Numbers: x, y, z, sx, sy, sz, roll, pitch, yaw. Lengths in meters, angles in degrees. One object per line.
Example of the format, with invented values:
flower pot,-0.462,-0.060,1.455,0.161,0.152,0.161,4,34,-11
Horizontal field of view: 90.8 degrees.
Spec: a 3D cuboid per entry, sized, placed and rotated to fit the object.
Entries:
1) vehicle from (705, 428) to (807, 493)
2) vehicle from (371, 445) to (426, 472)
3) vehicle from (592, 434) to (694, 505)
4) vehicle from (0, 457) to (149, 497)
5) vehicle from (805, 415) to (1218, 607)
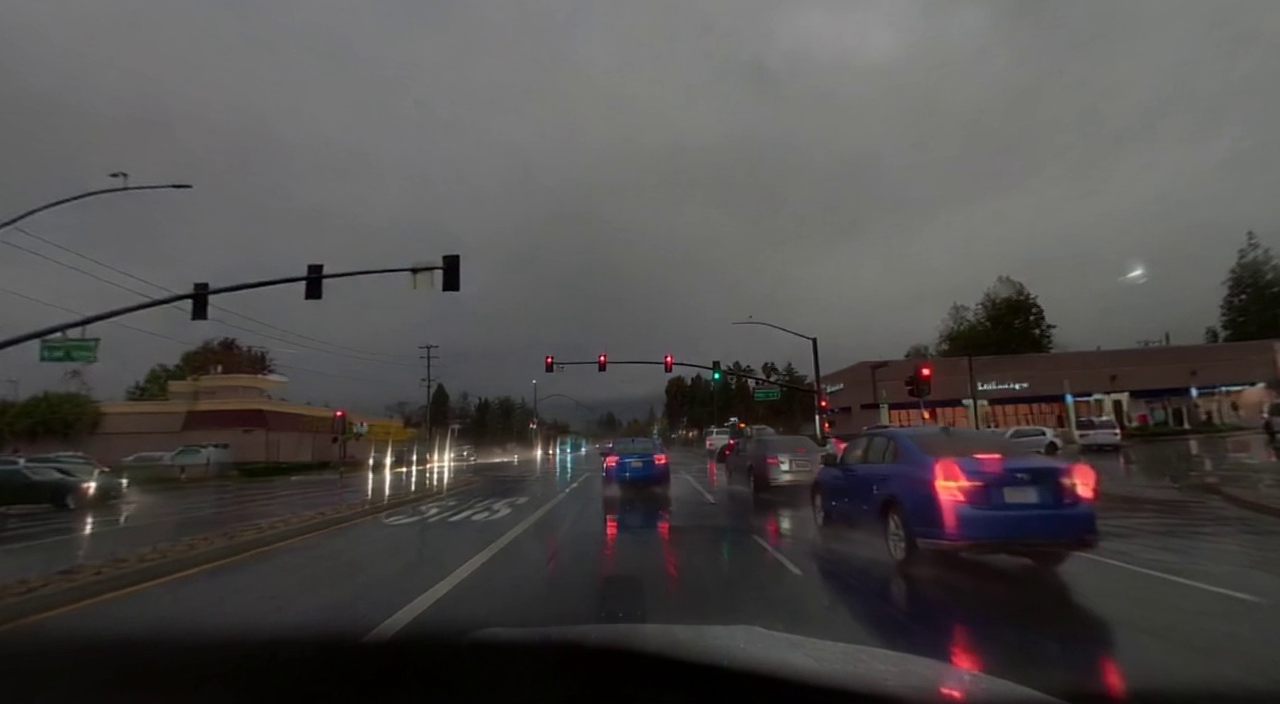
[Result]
vehicle,3.191,3.103,18.421,1.973,1.633,4.717,0,-8,-1
vehicle,-18.806,8.306,49.573,2.324,1.911,5.610,0,-8,-3
vehicle,0.009,2.767,15.339,2.135,1.468,4.076,0,-8,-1
vehicle,-26.212,5.786,29.418,4.780,1.669,2.232,0,-8,-2
vehicle,3.513,1.584,7.299,1.889,1.473,4.643,0,-8,-1
